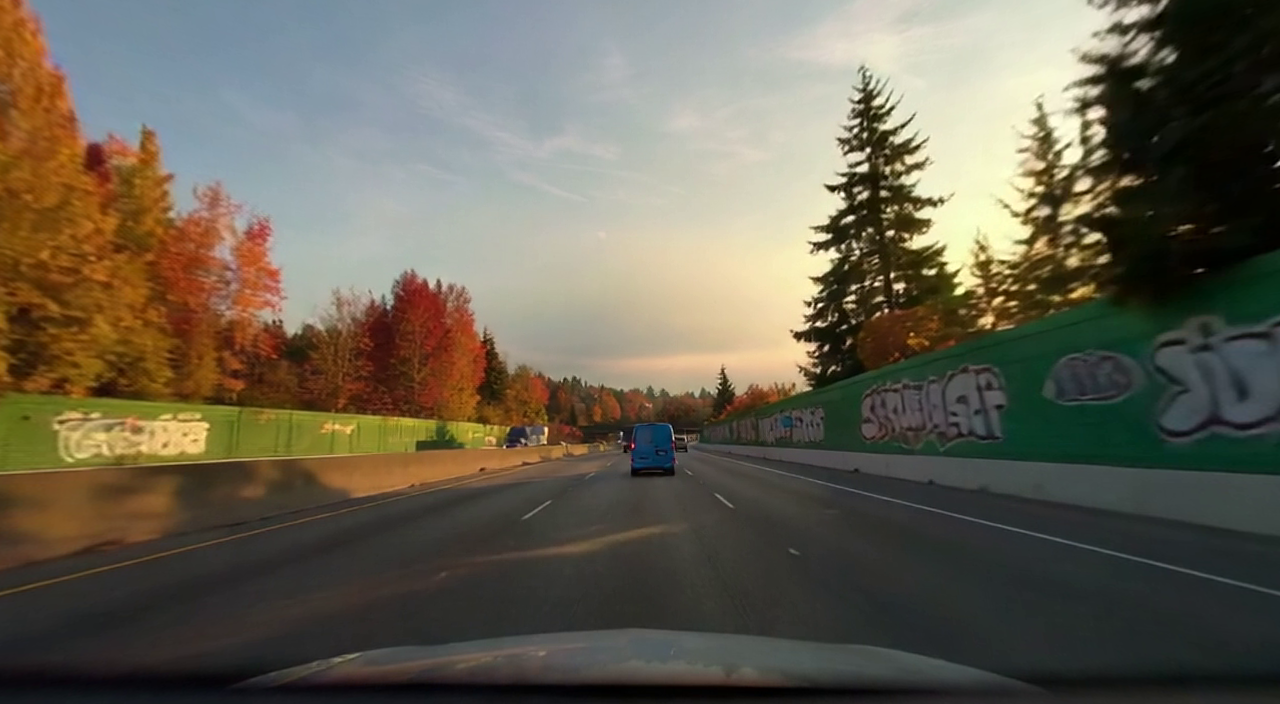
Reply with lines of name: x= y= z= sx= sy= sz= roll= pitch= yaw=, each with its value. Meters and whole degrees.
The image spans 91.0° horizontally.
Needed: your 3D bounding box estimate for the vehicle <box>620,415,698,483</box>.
vehicle: x=0.549 y=3.170 z=20.722 sx=2.283 sy=1.956 sz=4.421 roll=0 pitch=-8 yaw=0
